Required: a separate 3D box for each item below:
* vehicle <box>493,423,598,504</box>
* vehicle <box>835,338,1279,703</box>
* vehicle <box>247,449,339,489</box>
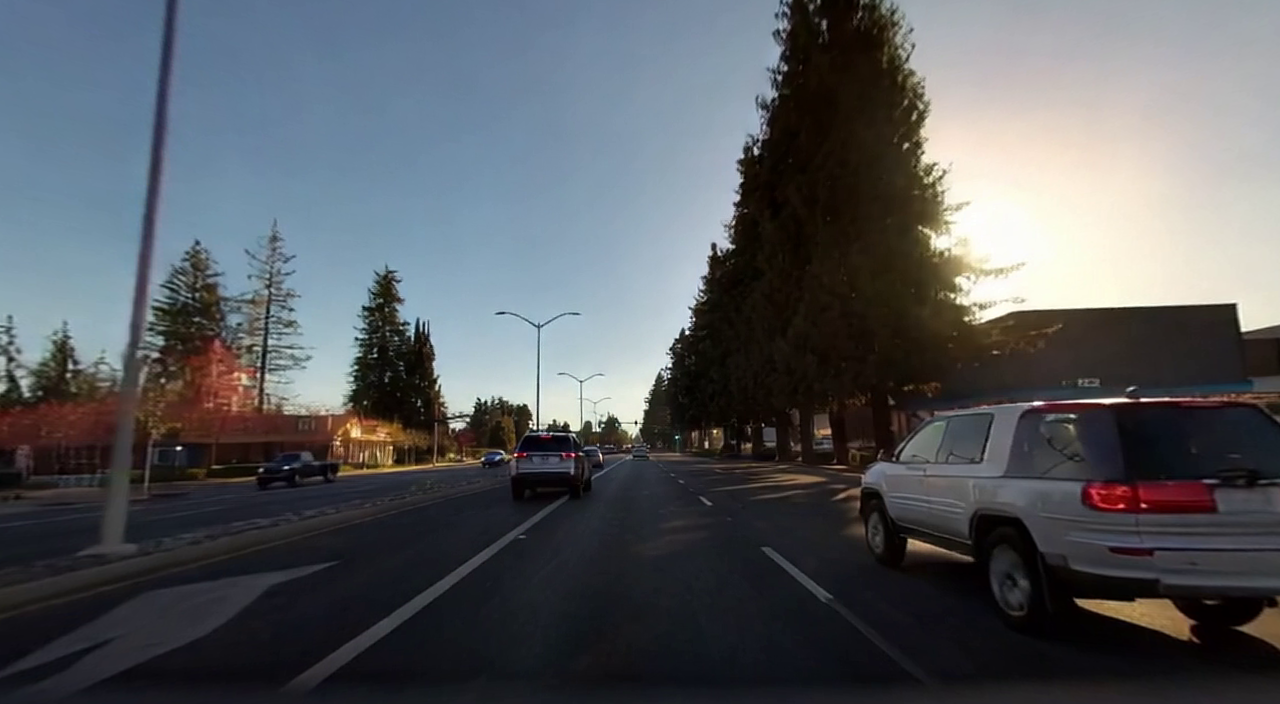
[{"bbox_3d":[-2.386,2.997,17.402,2.300,1.870,4.936,0,-8,-2],"label":"vehicle"},{"bbox_3d":[3.477,1.142,5.127,2.238,1.767,4.563,0,-8,-1],"label":"vehicle"},{"bbox_3d":[-16.916,5.708,31.109,2.060,1.769,4.385,0,-8,0],"label":"vehicle"}]
